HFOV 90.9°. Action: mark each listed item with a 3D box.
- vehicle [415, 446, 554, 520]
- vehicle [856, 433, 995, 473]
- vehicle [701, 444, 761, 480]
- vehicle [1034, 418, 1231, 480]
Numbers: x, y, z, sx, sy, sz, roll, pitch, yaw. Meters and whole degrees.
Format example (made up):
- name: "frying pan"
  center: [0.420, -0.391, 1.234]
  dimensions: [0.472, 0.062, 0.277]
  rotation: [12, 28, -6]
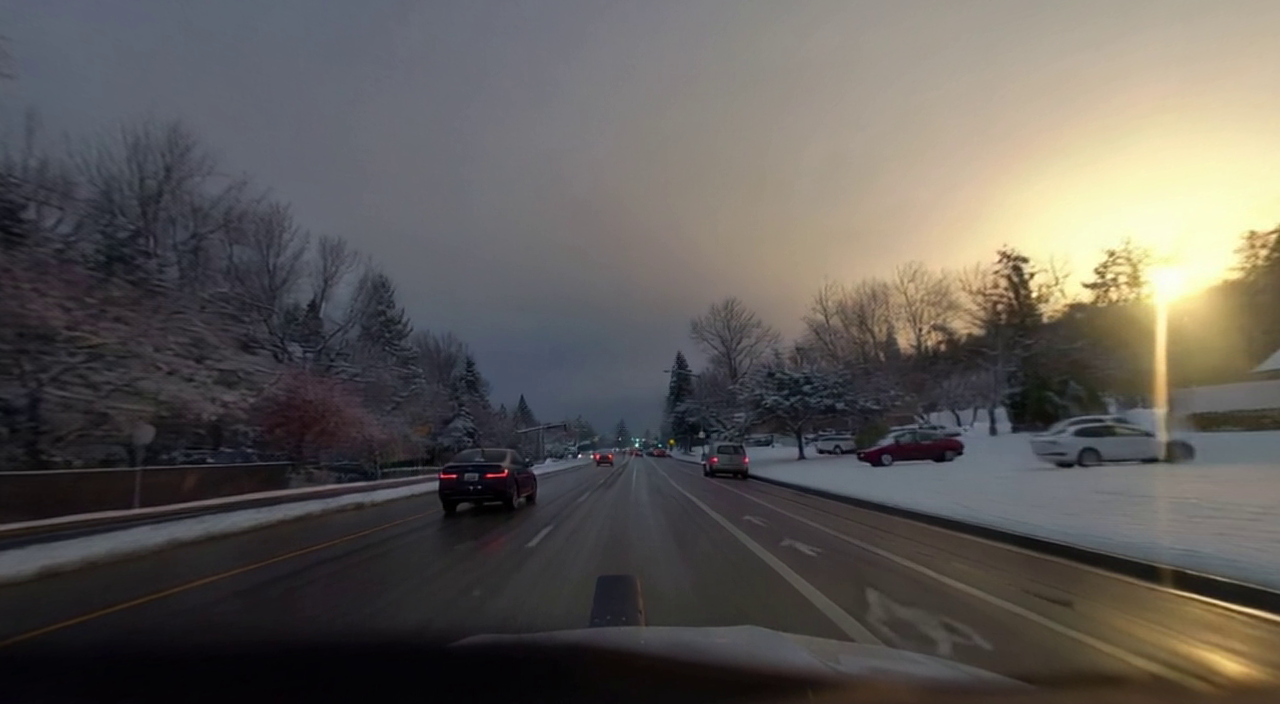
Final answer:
- name: "vehicle"
  center: [-3.427, 2.961, 14.866]
  dimensions: [2.099, 1.470, 4.302]
  rotation: [0, -9, 1]
- name: "vehicle"
  center: [11.718, 4.173, 26.139]
  dimensions: [4.766, 1.585, 2.020]
  rotation: [0, -9, -3]
- name: "vehicle"
  center: [4.335, 5.321, 30.855]
  dimensions: [2.107, 1.620, 4.793]
  rotation: [0, -9, -2]
- name: "vehicle"
  center: [14.216, 2.813, 18.389]
  dimensions: [3.965, 1.543, 2.021]
  rotation: [-2, -9, 0]
